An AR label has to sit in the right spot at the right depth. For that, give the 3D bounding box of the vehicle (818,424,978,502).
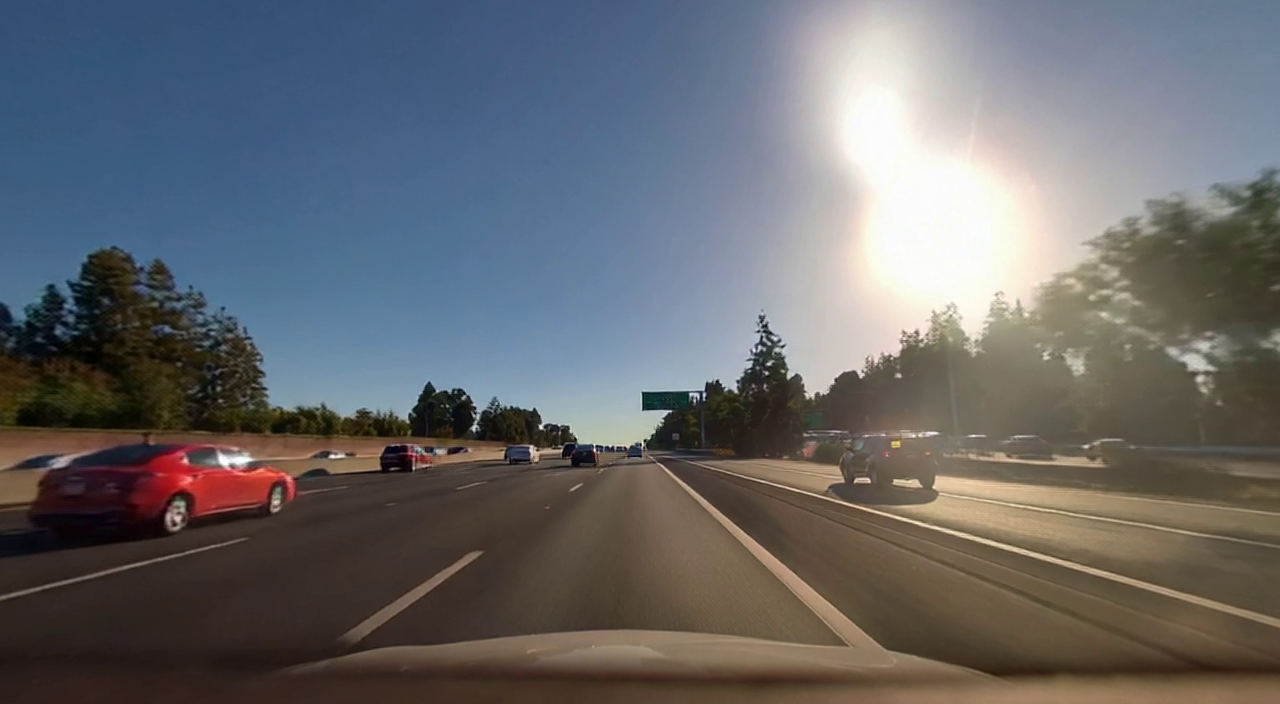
[{"bbox_3d":[6.827,3.015,17.424,2.259,1.816,4.862,0,-9,-1],"label":"vehicle"}]

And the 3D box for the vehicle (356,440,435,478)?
[{"bbox_3d":[-11.403,5.016,29.705,1.958,1.633,4.302,0,-9,0],"label":"vehicle"}]

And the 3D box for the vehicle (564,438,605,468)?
[{"bbox_3d":[-3.829,7.079,44.214,2.288,1.962,5.119,0,-9,1],"label":"vehicle"}]

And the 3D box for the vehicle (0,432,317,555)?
[{"bbox_3d":[-7.471,2.096,10.099,2.071,1.486,4.703,0,-9,0],"label":"vehicle"}]

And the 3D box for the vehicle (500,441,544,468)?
[{"bbox_3d":[-7.911,6.925,42.678,2.087,1.755,4.457,0,-9,0],"label":"vehicle"}]
